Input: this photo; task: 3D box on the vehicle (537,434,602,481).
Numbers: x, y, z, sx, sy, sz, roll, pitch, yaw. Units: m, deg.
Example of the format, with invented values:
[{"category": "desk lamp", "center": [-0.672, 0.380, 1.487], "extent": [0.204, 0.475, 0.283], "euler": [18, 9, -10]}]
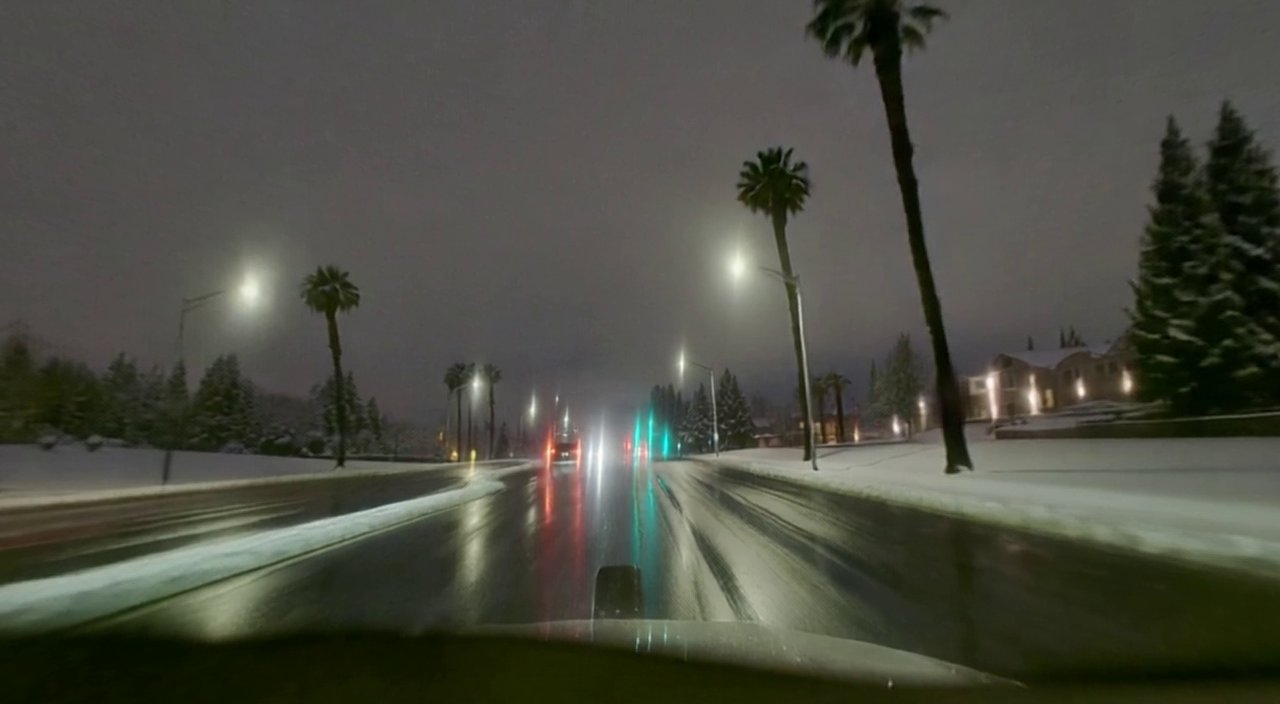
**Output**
[{"category": "vehicle", "center": [-3.158, 4.923, 29.672], "extent": [2.370, 1.968, 5.698], "euler": [0, -9, 0]}]
